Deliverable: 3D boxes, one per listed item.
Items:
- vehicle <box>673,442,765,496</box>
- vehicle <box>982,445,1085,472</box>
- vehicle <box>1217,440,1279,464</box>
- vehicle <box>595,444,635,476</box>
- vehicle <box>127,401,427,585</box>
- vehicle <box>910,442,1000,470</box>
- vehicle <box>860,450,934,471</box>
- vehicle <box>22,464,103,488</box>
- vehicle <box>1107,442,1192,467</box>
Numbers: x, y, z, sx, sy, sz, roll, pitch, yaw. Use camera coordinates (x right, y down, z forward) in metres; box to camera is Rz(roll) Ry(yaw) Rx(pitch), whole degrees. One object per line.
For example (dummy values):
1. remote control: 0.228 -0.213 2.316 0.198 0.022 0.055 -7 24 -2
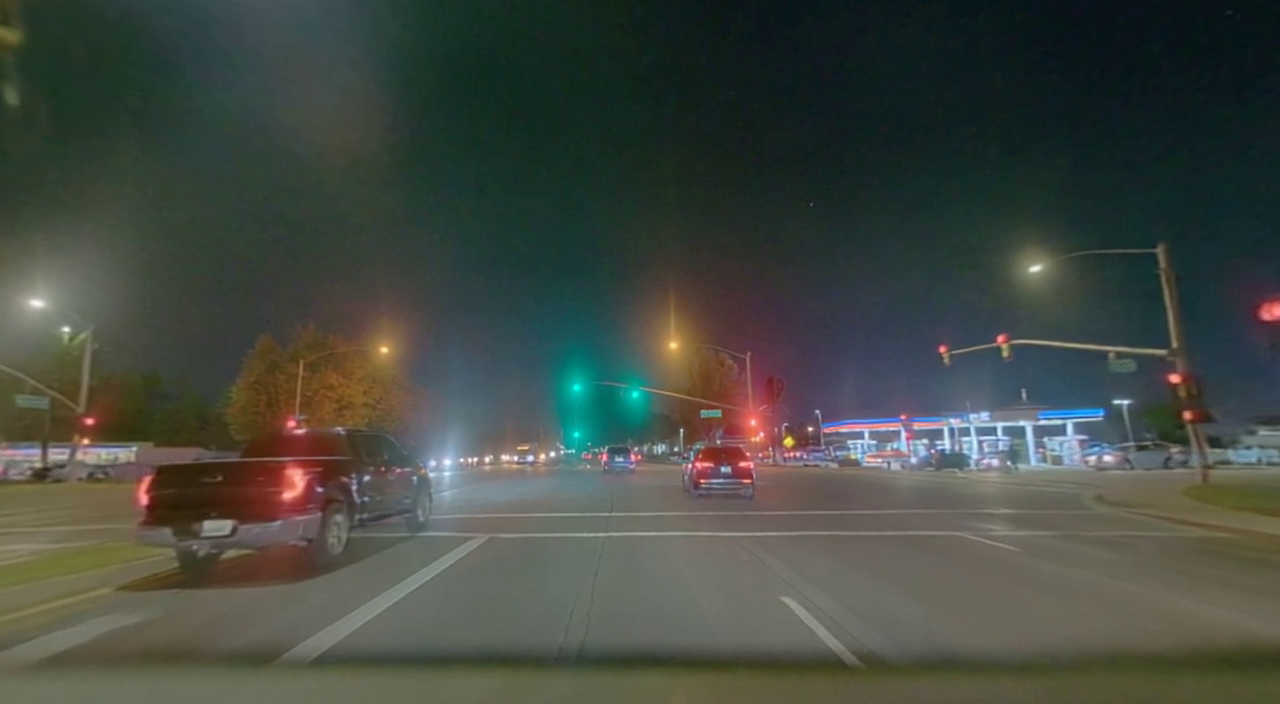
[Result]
1. vehicle: 2.318 3.598 19.859 2.061 1.487 4.462 1 -9 -4
2. vehicle: 22.525 6.087 36.235 4.789 1.455 1.986 2 -9 -9
3. vehicle: 45.970 7.400 46.824 4.535 1.712 2.181 1 -9 -9
4. vehicle: -1.379 5.742 33.891 2.029 1.605 3.827 1 -9 -4
5. vehicle: -4.812 1.930 9.648 2.195 1.905 5.634 2 -9 -11
6. vehicle: 21.203 6.989 42.603 4.950 1.760 2.213 1 -9 -9
7. vehicle: 19.264 8.121 47.446 4.637 1.443 2.050 0 -8 -2
8. vehicle: -39.641 8.473 43.521 1.802 1.447 4.432 1 -9 -8
9. vehicle: 36.379 7.292 45.131 4.718 1.706 1.928 2 -9 -9
